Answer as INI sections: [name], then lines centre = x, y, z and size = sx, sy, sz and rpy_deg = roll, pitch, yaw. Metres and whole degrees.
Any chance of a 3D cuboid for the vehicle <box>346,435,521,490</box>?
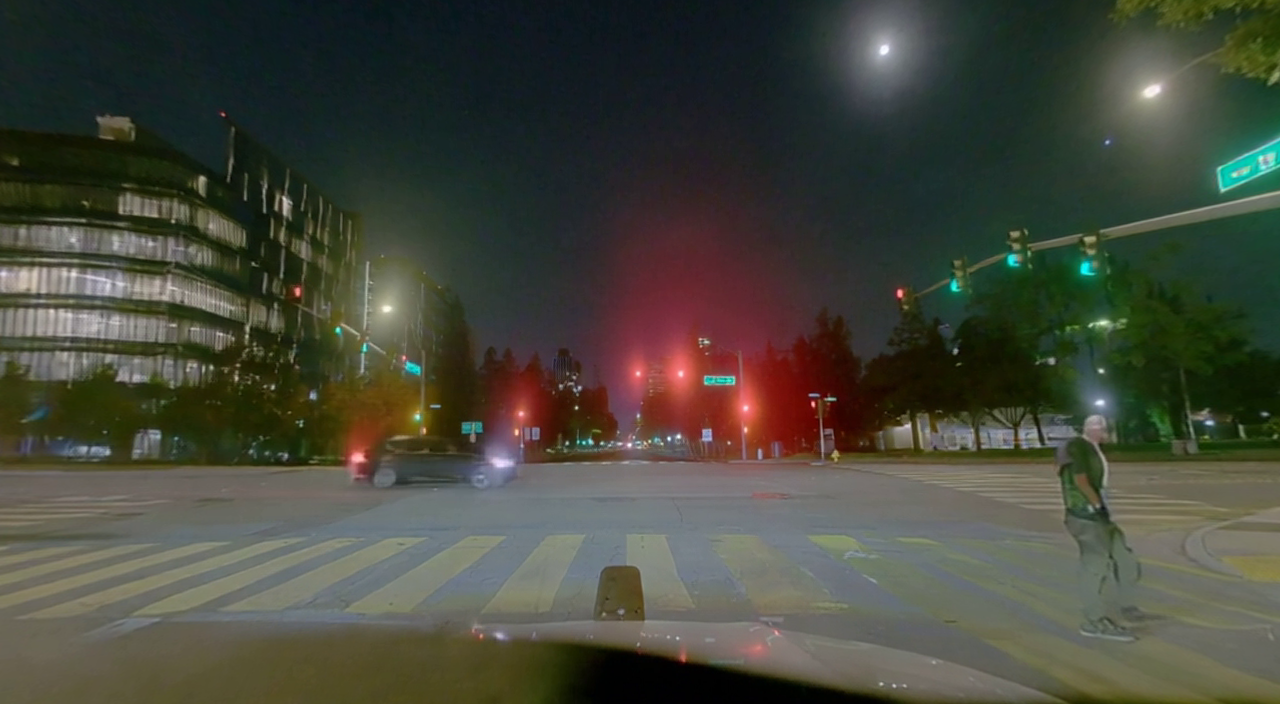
[vehicle]
centre = -5.979, 3.259, 18.741
size = 4.502, 1.512, 1.917
rpy_deg = 0, -9, 0
